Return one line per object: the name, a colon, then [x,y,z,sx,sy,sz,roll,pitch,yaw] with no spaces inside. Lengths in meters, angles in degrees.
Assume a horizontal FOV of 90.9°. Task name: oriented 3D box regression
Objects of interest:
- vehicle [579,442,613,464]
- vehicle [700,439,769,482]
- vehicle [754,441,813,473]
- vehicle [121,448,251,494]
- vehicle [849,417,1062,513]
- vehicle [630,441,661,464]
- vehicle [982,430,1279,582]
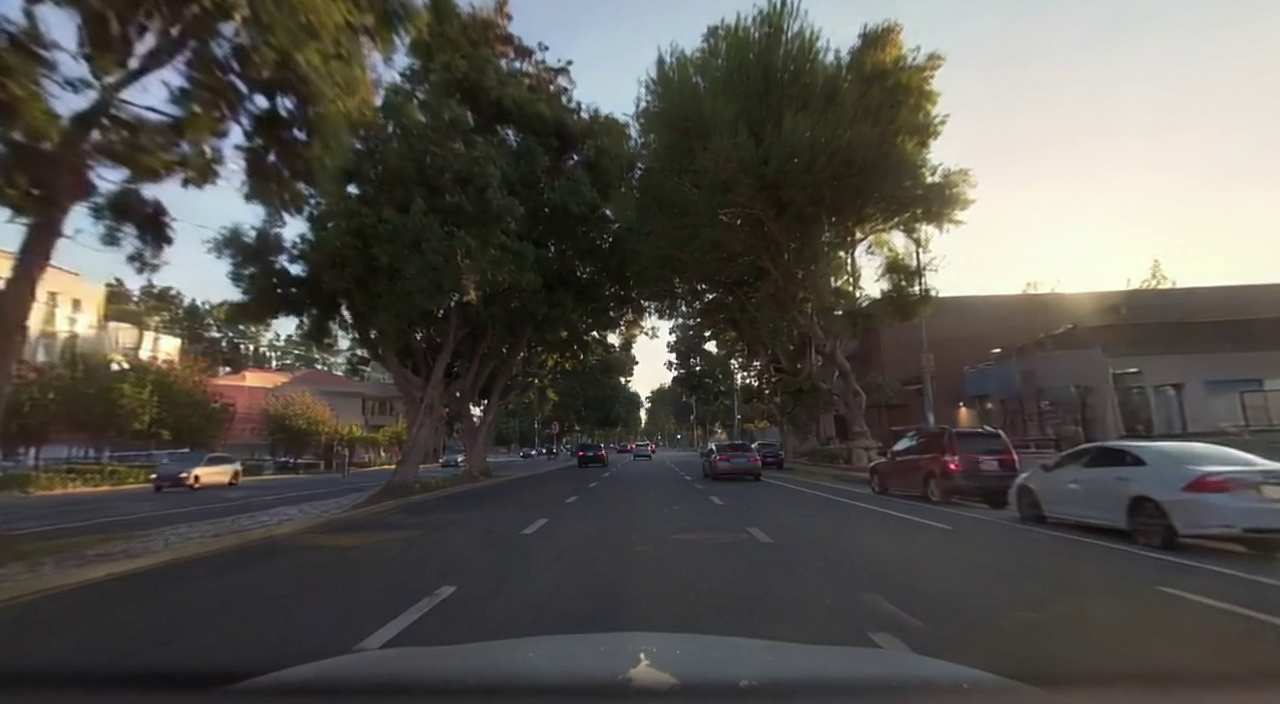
vehicle: [-3.108,7.278,45.600,2.082,1.467,4.379,0,-8,1]
vehicle: [3.556,4.171,24.546,1.990,1.486,4.431,0,-8,0]
vehicle: [7.262,5.360,32.382,1.937,1.475,4.682,0,-8,0]
vehicle: [-19.030,4.977,26.762,2.022,1.735,4.695,0,-8,0]
vehicle: [7.044,2.609,15.103,2.087,1.823,5.906,0,-8,1]
vehicle: [0.377,7.116,44.785,2.101,1.480,3.929,0,-8,0]
vehicle: [6.859,1.852,8.548,1.837,1.463,4.651,0,-8,0]
